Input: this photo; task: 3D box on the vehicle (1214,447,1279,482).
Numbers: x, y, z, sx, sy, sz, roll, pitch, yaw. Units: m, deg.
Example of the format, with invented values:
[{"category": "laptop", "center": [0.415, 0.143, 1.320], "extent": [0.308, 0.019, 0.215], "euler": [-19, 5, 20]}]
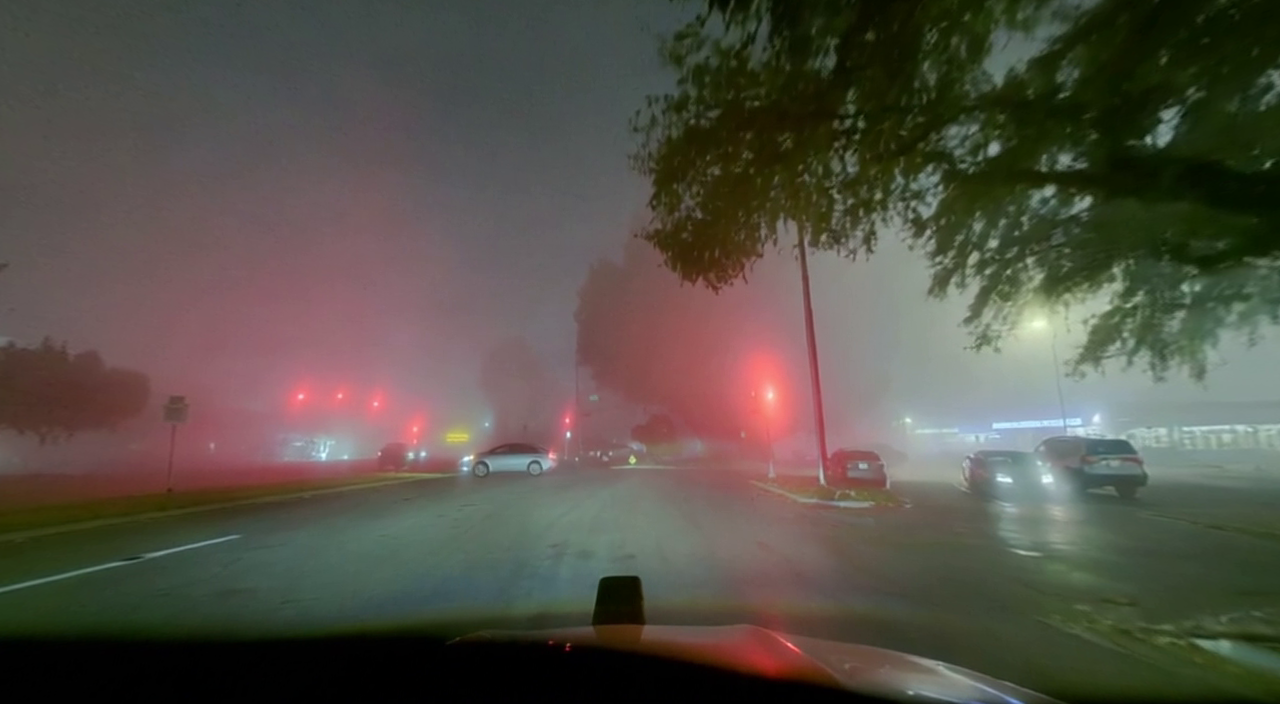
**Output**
[{"category": "vehicle", "center": [28.576, 5.040, 28.665], "extent": [1.933, 1.463, 4.578], "euler": [-3, -9, 19]}]

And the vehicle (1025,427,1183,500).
[{"category": "vehicle", "center": [14.283, 3.465, 19.982], "extent": [2.265, 1.919, 5.745], "euler": [-4, -9, 18]}]

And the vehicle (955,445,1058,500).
[{"category": "vehicle", "center": [12.001, 3.903, 21.048], "extent": [2.031, 1.592, 4.470], "euler": [-3, -9, 18]}]

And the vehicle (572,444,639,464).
[{"category": "vehicle", "center": [-2.669, 7.982, 49.589], "extent": [4.792, 1.468, 2.116], "euler": [-2, -9, 16]}]

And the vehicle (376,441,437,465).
[{"category": "vehicle", "center": [-18.235, 7.939, 49.672], "extent": [2.082, 1.779, 4.841], "euler": [-2, -9, 13]}]

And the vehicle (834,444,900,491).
[{"category": "vehicle", "center": [7.878, 3.993, 22.270], "extent": [1.867, 1.479, 4.452], "euler": [-2, -9, 16]}]

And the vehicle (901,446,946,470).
[{"category": "vehicle", "center": [17.538, 6.570, 39.257], "extent": [1.936, 1.391, 3.874], "euler": [-2, -9, 15]}]

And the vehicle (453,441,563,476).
[{"category": "vehicle", "center": [-5.772, 4.690, 27.996], "extent": [4.376, 1.476, 1.791], "euler": [-1, -9, 5]}]
